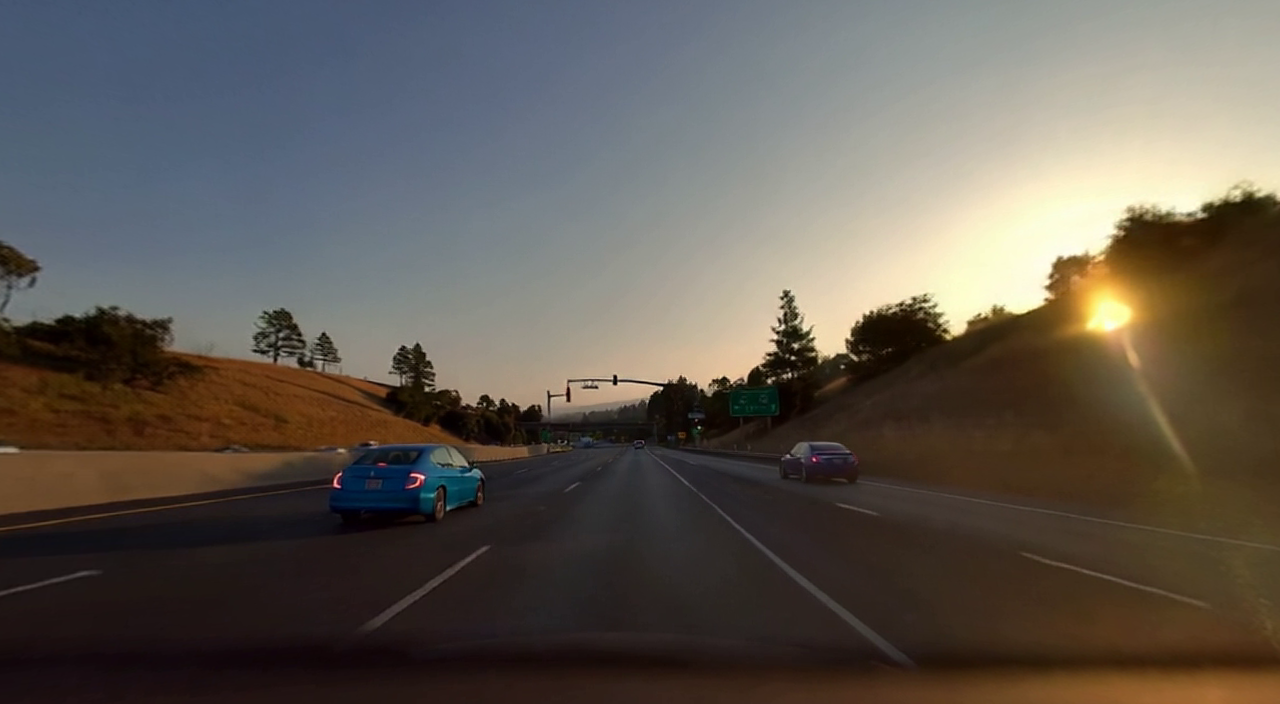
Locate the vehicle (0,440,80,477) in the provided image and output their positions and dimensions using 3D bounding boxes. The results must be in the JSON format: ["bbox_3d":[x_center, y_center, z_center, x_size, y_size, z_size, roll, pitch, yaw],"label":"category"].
[{"bbox_3d":[-32.717,5.541,32.892,2.000,1.799,5.295,0,-9,0],"label":"vehicle"}]

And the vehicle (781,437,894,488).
[{"bbox_3d":[6.374,3.620,21.028,2.049,1.481,4.774,1,-9,-2],"label":"vehicle"}]

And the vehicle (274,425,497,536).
[{"bbox_3d":[-4.029,2.109,10.966,1.987,1.516,4.478,0,-9,0],"label":"vehicle"}]

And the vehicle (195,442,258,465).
[{"bbox_3d":[-32.478,7.954,49.607,1.913,1.688,4.438,0,-9,-1],"label":"vehicle"}]
